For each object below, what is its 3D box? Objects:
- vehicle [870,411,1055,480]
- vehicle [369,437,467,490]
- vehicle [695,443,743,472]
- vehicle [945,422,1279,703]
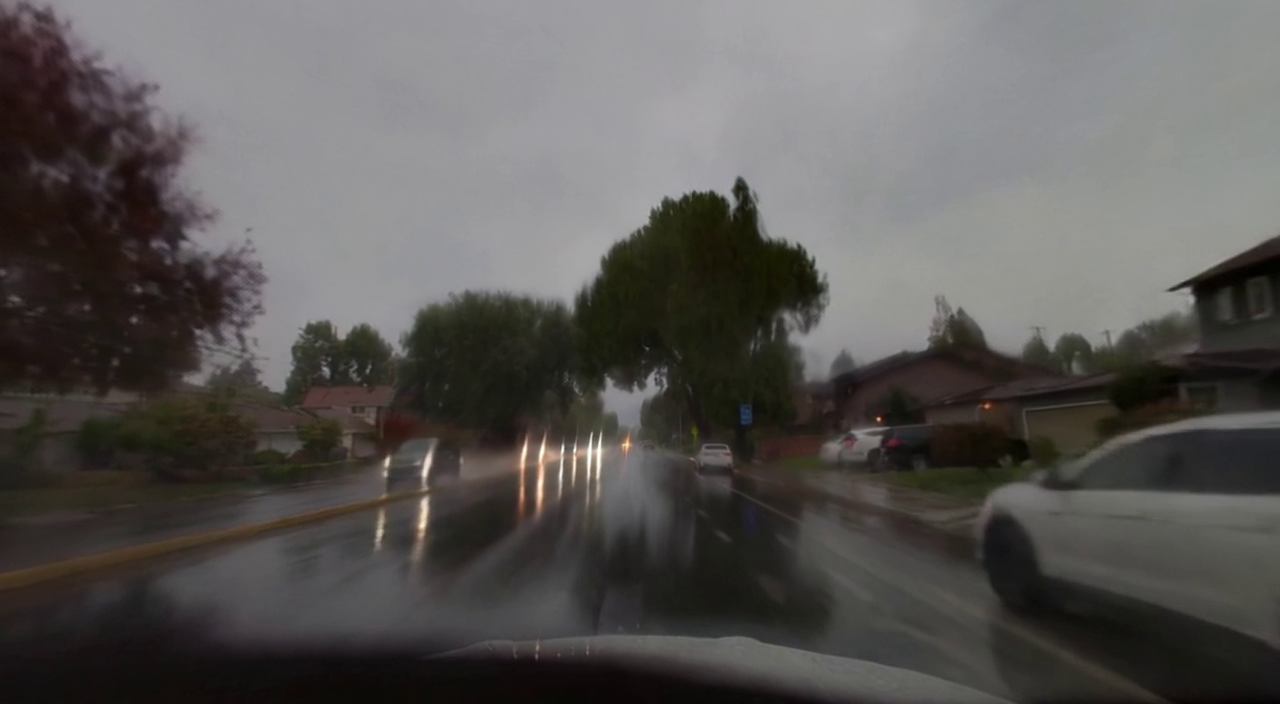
[{"bbox_3d":[10.741,3.170,21.311,4.964,1.739,2.184,-4,-10,-6],"label":"vehicle"},{"bbox_3d":[-8.596,4.348,25.009,2.146,1.869,4.654,0,-8,0],"label":"vehicle"},{"bbox_3d":[4.244,5.768,34.819,2.011,1.458,4.633,0,-8,-1],"label":"vehicle"},{"bbox_3d":[3.866,1.180,3.567,1.991,1.500,4.562,0,-8,0],"label":"vehicle"}]
